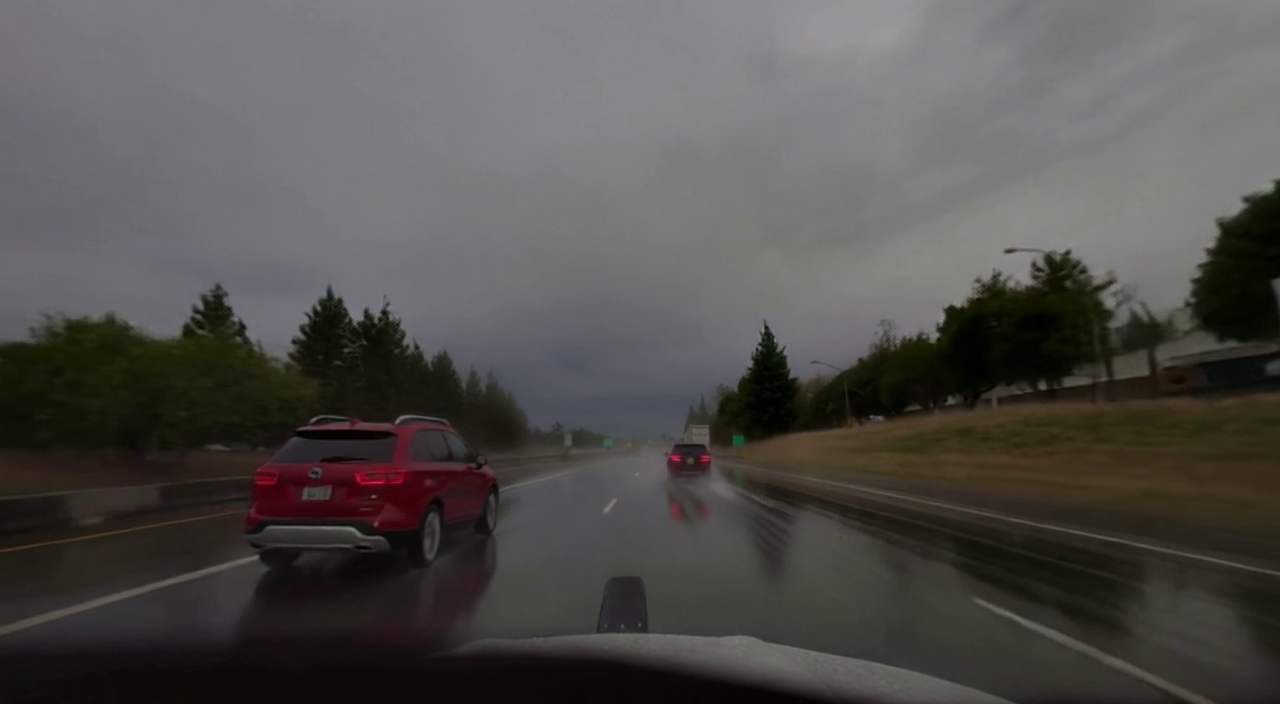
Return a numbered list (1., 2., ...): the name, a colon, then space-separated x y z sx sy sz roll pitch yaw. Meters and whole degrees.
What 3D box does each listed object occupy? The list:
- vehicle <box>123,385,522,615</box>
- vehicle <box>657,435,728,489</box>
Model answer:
1. vehicle: -2.953 1.522 7.360 2.139 1.804 4.611 0 -9 1
2. vehicle: 1.718 3.814 22.092 2.087 1.682 4.388 0 -9 0
